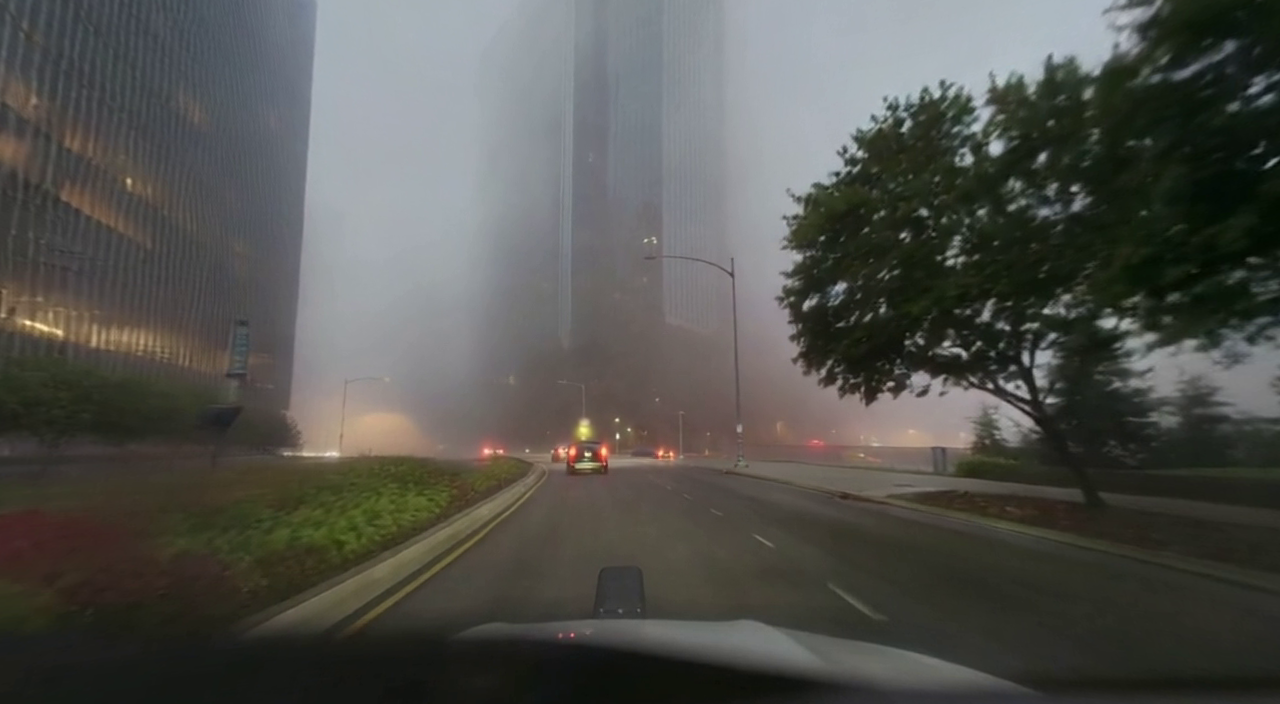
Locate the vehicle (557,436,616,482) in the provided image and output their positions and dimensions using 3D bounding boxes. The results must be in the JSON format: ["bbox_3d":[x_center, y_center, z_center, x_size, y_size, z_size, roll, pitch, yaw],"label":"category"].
[{"bbox_3d":[-2.202,4.343,25.890,2.183,1.675,4.319,1,-8,-5],"label":"vehicle"}]
